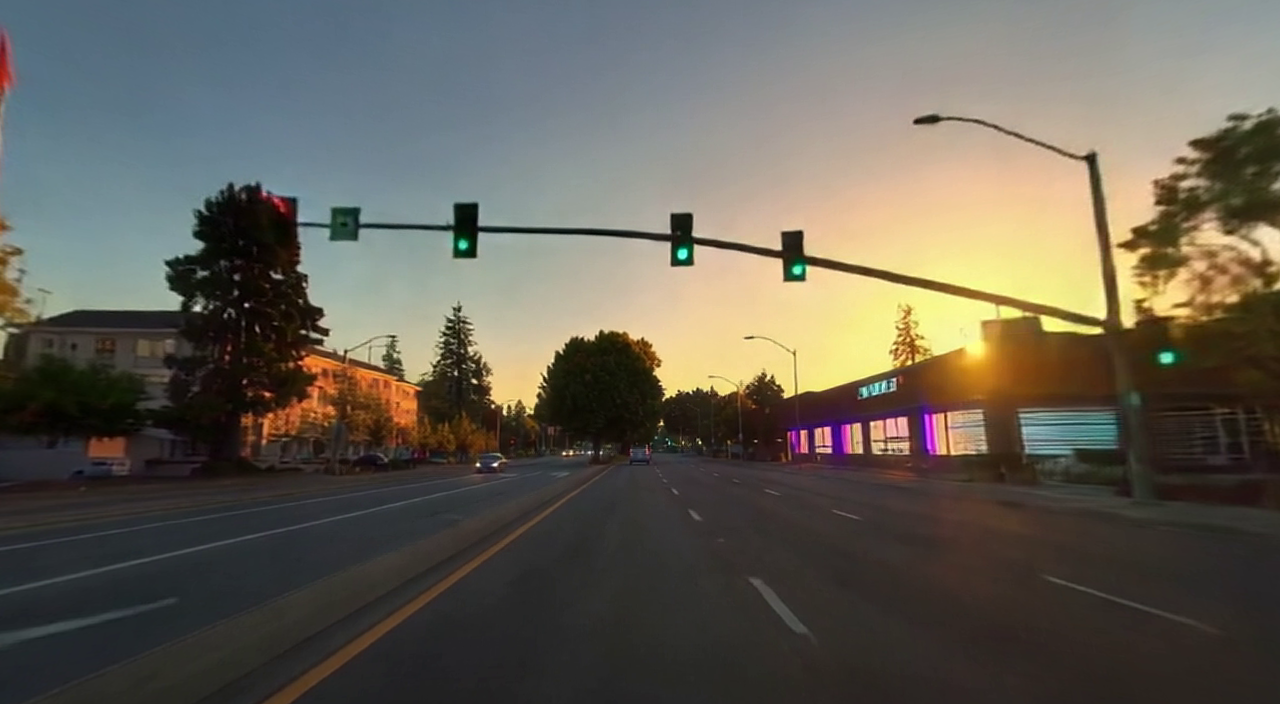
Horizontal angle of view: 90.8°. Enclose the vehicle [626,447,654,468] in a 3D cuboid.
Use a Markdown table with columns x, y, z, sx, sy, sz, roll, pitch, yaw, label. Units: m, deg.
| x | y | z | sx | sy | sz | roll | pitch | yaw | label |
| --- | --- | --- | --- | --- | --- | --- | --- | --- | --- |
| -0.058 | 7.953 | 47.770 | 2.027 | 1.494 | 3.942 | 0 | -8 | -1 | vehicle |
